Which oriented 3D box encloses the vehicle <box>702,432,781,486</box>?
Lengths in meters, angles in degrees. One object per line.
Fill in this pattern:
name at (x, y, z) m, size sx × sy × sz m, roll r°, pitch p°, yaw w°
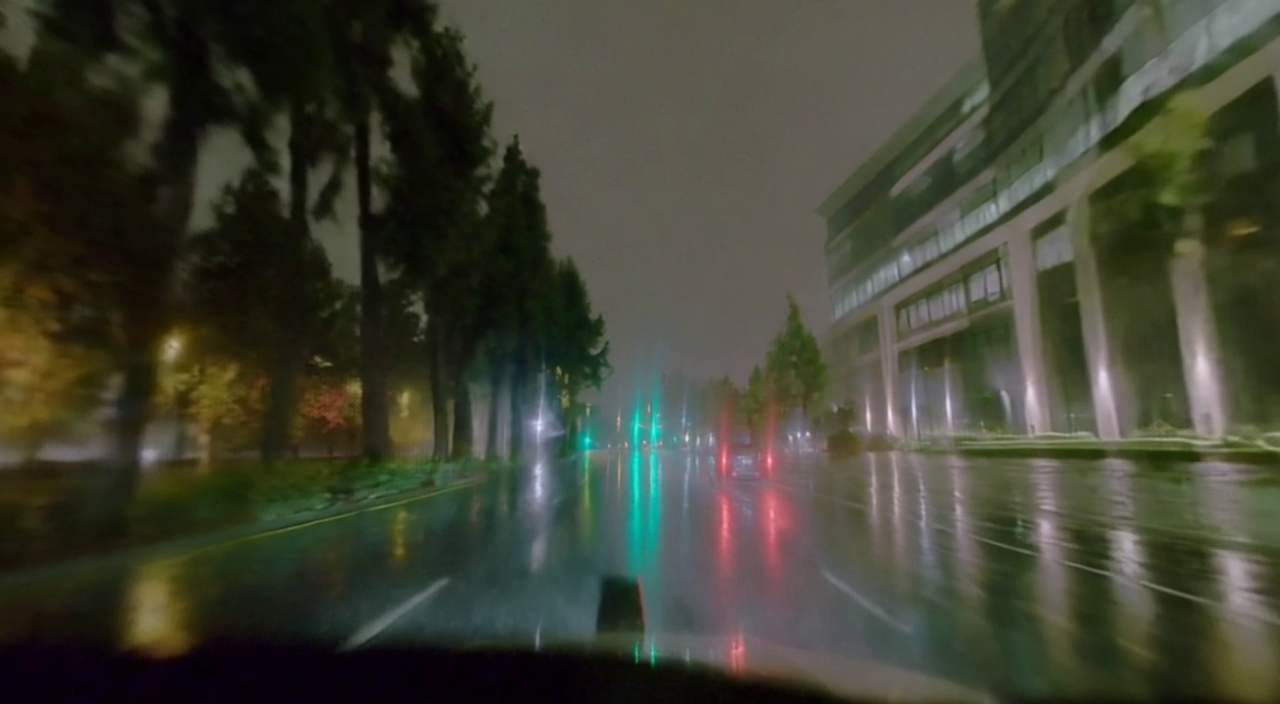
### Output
vehicle at (3.529, 3.820, 22.851) m, size 2.083 × 1.743 × 4.354 m, roll 0°, pitch -8°, yaw -1°
